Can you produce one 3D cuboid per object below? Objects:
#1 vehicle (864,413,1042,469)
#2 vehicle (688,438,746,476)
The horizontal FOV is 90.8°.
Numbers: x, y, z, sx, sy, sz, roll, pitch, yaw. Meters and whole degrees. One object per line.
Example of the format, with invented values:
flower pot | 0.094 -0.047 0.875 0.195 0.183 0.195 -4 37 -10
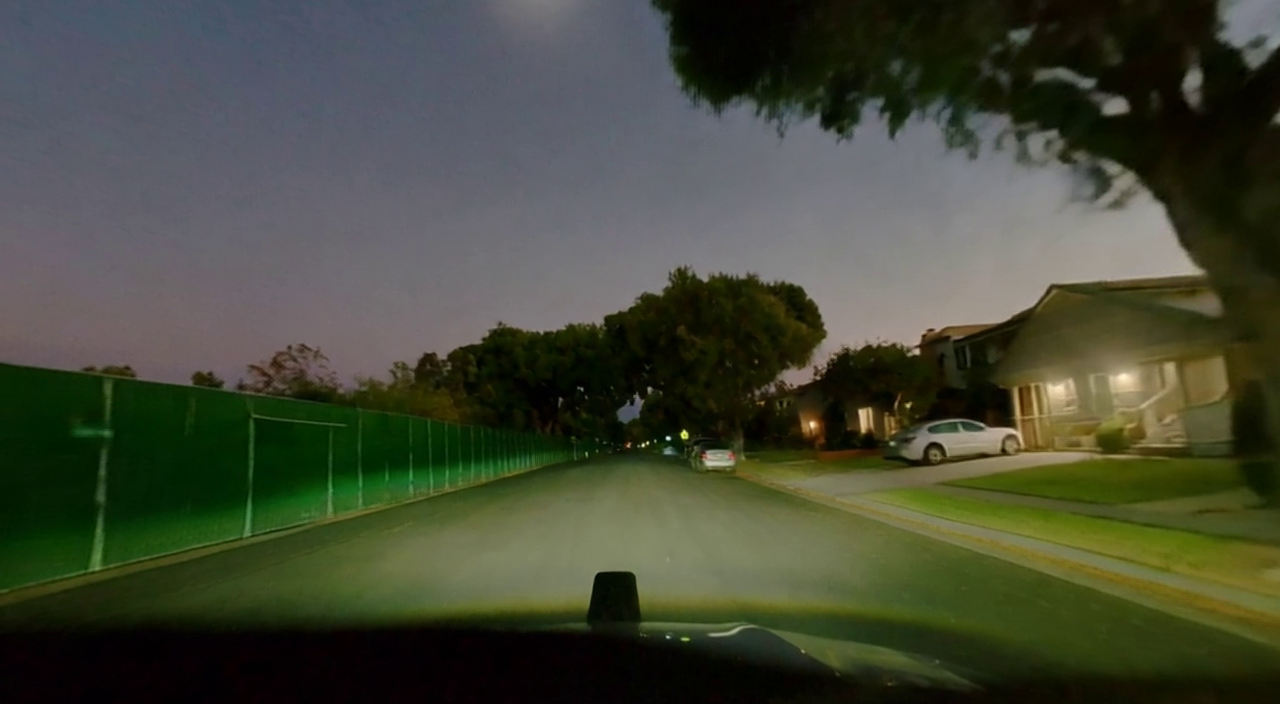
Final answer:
vehicle | 10.880 3.122 22.284 5.046 1.800 2.201 -1 -8 0
vehicle | 3.583 4.997 30.314 2.122 1.673 4.876 0 -9 0
